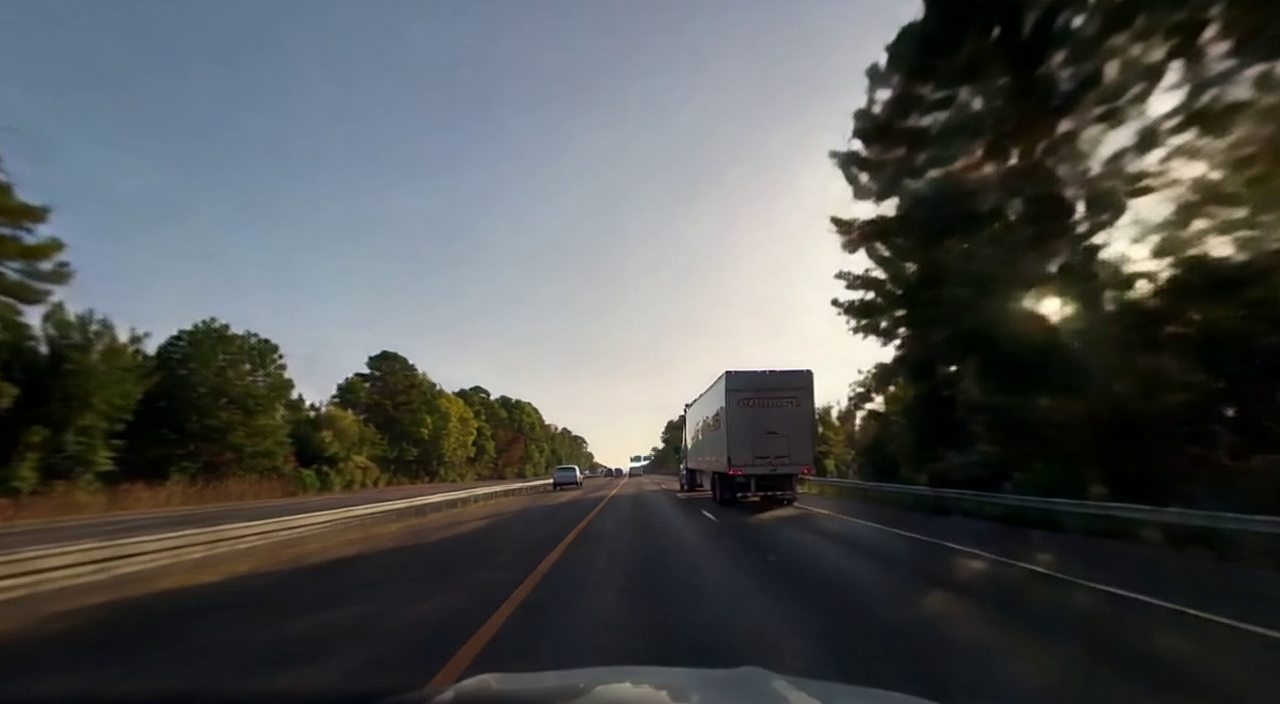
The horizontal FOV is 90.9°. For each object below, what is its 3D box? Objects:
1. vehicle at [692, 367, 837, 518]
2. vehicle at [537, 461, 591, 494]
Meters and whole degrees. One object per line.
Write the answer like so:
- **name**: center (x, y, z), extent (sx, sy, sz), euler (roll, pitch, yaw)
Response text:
- **vehicle**: center (3.785, 3.368, 22.343), extent (2.871, 4.032, 10.642), euler (1, -10, 0)
- **vehicle**: center (-3.945, 6.632, 33.512), extent (2.180, 1.556, 4.895), euler (0, -10, 1)
